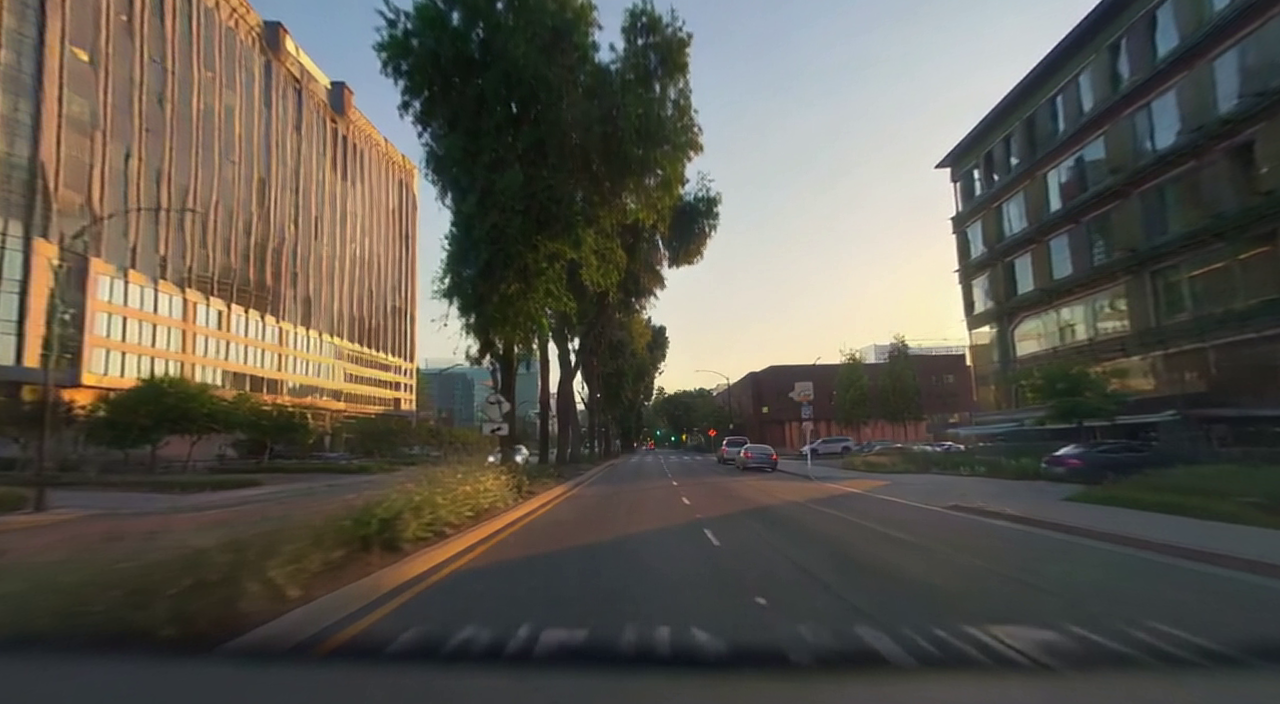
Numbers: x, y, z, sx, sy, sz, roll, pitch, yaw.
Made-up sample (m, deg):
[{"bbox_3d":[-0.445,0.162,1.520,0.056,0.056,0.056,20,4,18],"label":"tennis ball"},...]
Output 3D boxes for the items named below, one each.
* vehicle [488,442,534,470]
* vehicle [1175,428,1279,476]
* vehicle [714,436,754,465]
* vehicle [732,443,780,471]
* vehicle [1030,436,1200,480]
[{"bbox_3d":[-8.031,6.531,39.727,1.982,1.608,4.519,0,-8,0],"label":"vehicle"},{"bbox_3d":[20.981,3.333,21.163,4.333,1.491,1.744,-1,-7,1],"label":"vehicle"},{"bbox_3d":[6.572,6.986,44.778,2.045,1.890,4.876,0,-8,-1],"label":"vehicle"},{"bbox_3d":[6.568,5.985,36.238,1.948,1.511,4.623,0,-8,1],"label":"vehicle"},{"bbox_3d":[16.055,3.595,21.458,4.276,1.397,1.786,0,-8,1],"label":"vehicle"}]
